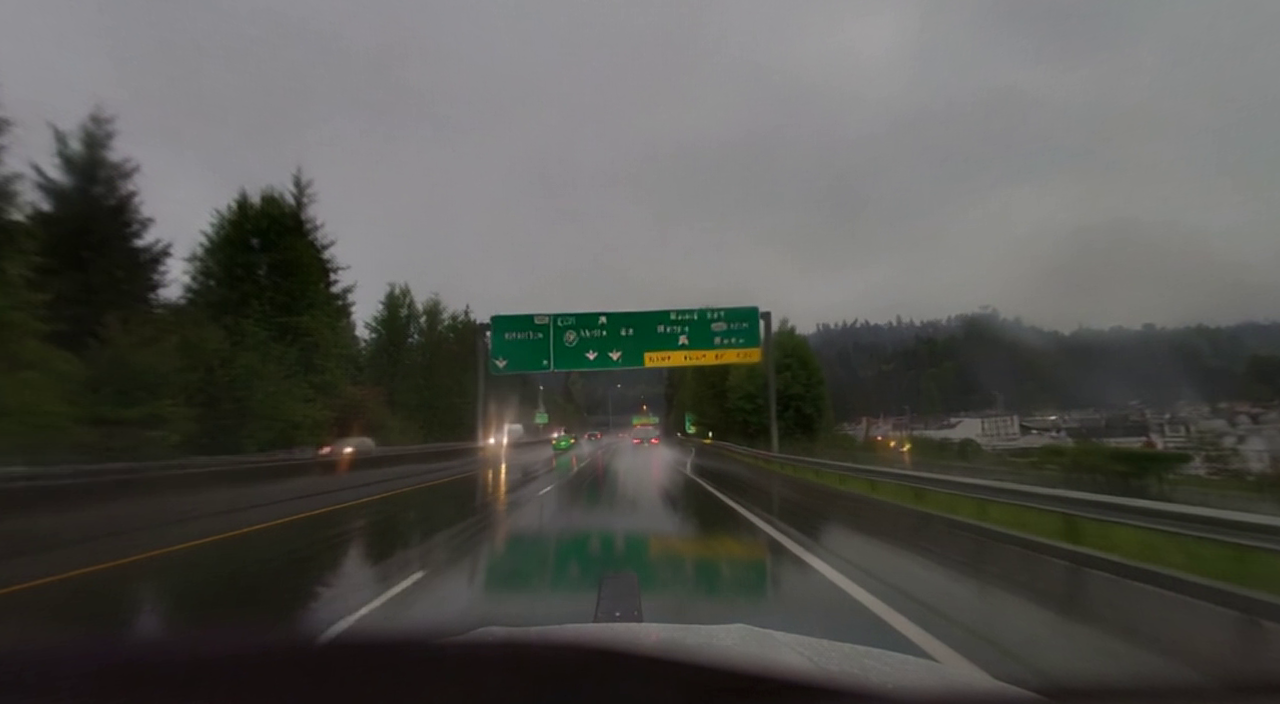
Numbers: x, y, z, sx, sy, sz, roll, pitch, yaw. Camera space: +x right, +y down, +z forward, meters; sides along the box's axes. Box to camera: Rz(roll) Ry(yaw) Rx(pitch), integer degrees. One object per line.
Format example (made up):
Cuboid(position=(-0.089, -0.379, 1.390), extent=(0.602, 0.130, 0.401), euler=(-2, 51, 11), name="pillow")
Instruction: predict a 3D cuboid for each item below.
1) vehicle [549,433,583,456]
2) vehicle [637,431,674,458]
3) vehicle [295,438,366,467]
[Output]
Cuboid(position=(-5.096, 6.434, 43.904), extent=(1.959, 1.514, 3.668), euler=(0, -8, -1), name="vehicle")
Cuboid(position=(0.965, 5.753, 39.274), extent=(2.139, 1.561, 4.060), euler=(0, -8, 1), name="vehicle")
Cuboid(position=(-17.719, 5.738, 36.299), extent=(1.954, 1.567, 4.283), euler=(0, -8, -1), name="vehicle")
